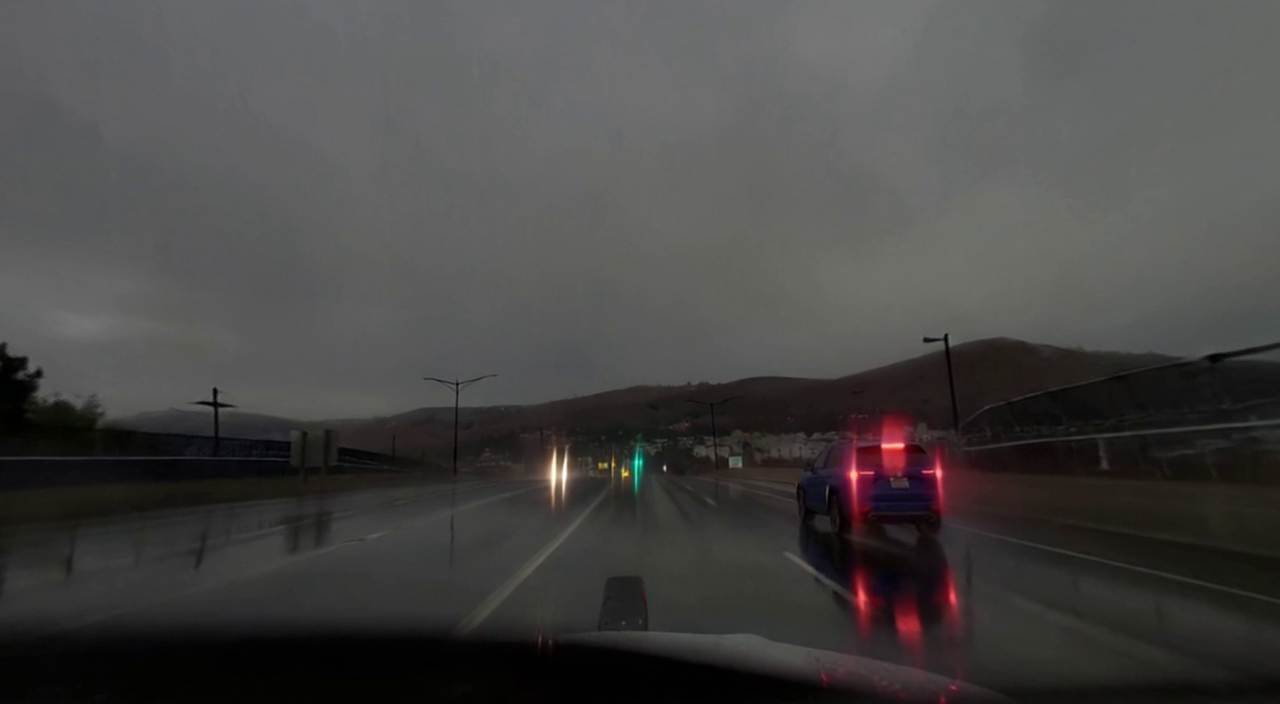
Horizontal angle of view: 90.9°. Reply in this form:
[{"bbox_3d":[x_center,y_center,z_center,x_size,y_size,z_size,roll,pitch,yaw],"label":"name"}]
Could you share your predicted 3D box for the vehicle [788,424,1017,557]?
[{"bbox_3d":[3.968,2.153,10.528,1.989,1.730,4.324,0,-9,1],"label":"vehicle"}]
